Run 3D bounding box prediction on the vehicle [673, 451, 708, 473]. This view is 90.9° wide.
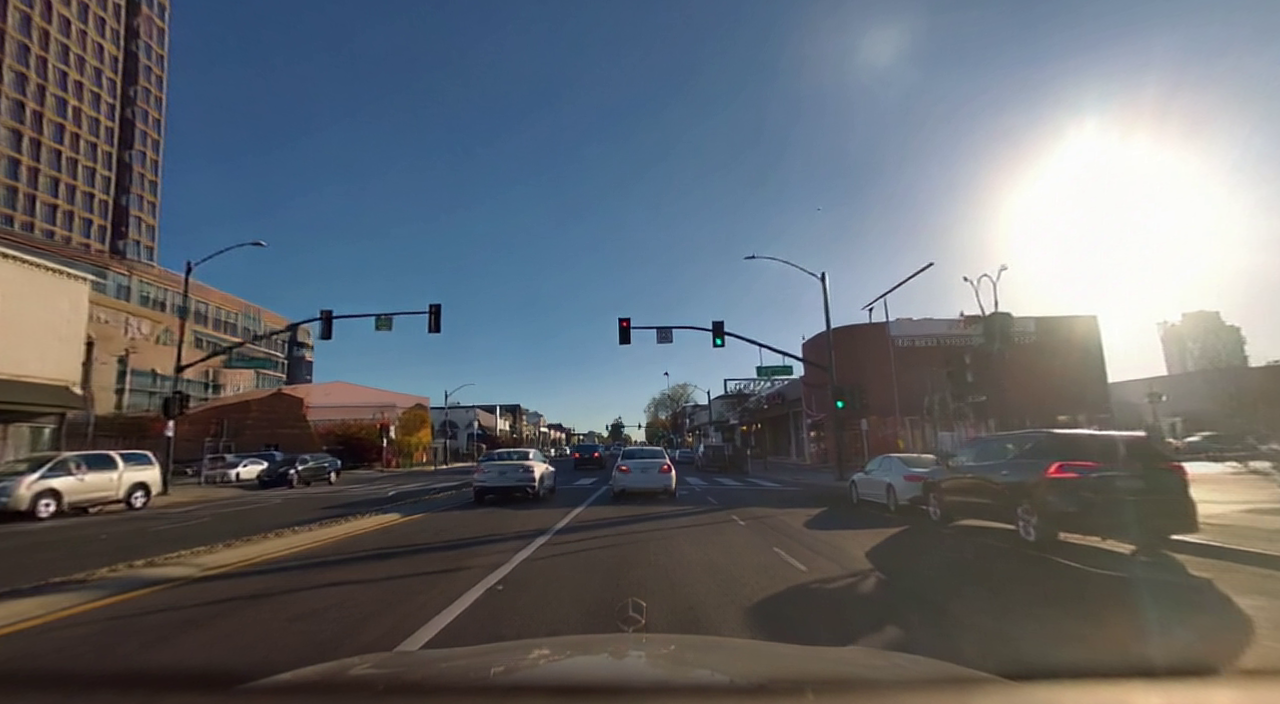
[{"bbox_3d":[3.523,7.744,44.668,2.047,1.463,4.514,0,-9,0],"label":"vehicle"}]

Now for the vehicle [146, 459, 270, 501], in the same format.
[{"bbox_3d":[-17.234,5.116,25.479,1.774,1.436,4.473,0,-9,1],"label":"vehicle"}]

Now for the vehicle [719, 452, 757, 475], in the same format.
[{"bbox_3d":[6.861,7.801,44.401,1.944,1.462,4.406,0,-9,0],"label":"vehicle"}]

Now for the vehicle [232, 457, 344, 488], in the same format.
[{"bbox_3d":[-19.111,6.497,34.254,5.163,1.510,2.174,-3,-9,16],"label":"vehicle"}]

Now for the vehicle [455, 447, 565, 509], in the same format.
[{"bbox_3d":[-3.360,3.346,17.217,1.950,1.450,4.257,0,-9,2],"label":"vehicle"}]

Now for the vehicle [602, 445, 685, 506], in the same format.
[{"bbox_3d":[0.082,3.381,17.725,2.037,1.484,4.073,0,-9,0],"label":"vehicle"}]

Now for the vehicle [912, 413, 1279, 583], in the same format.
[{"bbox_3d":[6.511,2.032,9.758,2.289,1.867,5.322,0,-9,1],"label":"vehicle"}]

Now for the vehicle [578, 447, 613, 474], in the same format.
[{"bbox_3d":[-2.985,7.383,43.238,2.007,1.736,4.185,0,-9,1],"label":"vehicle"}]

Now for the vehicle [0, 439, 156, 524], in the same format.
[{"bbox_3d":[-15.821,3.472,17.666,2.239,1.963,5.779,4,-9,-25],"label":"vehicle"}]
